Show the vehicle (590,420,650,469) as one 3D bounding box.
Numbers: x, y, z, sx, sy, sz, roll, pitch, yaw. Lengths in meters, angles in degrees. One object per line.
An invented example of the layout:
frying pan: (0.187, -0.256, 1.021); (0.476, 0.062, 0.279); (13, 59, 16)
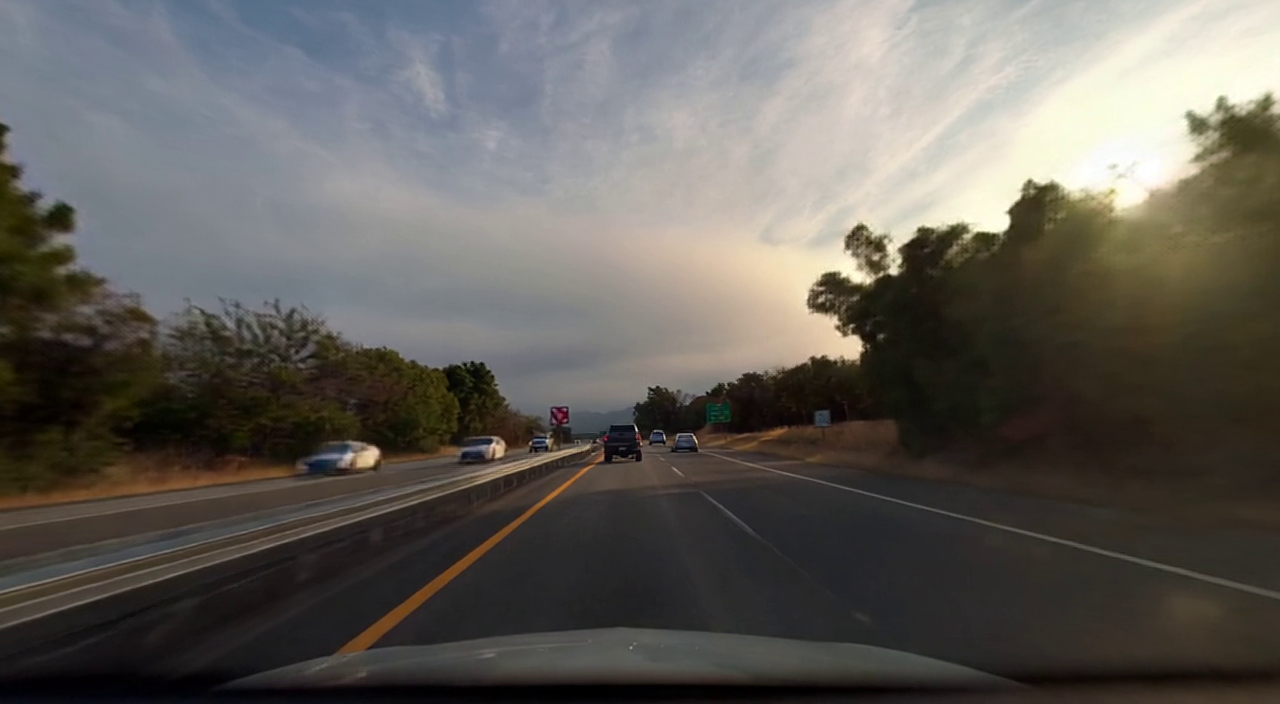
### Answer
vehicle: (-0.905, 4.219, 28.951); (2.503, 2.044, 4.633); (0, -8, -1)

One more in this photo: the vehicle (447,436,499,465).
vehicle: (-9.641, 5.687, 36.673); (1.939, 1.568, 4.109); (0, -8, 0)

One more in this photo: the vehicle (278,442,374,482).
vehicle: (-13.486, 4.712, 27.362); (2.098, 1.554, 4.068); (0, -8, -1)
